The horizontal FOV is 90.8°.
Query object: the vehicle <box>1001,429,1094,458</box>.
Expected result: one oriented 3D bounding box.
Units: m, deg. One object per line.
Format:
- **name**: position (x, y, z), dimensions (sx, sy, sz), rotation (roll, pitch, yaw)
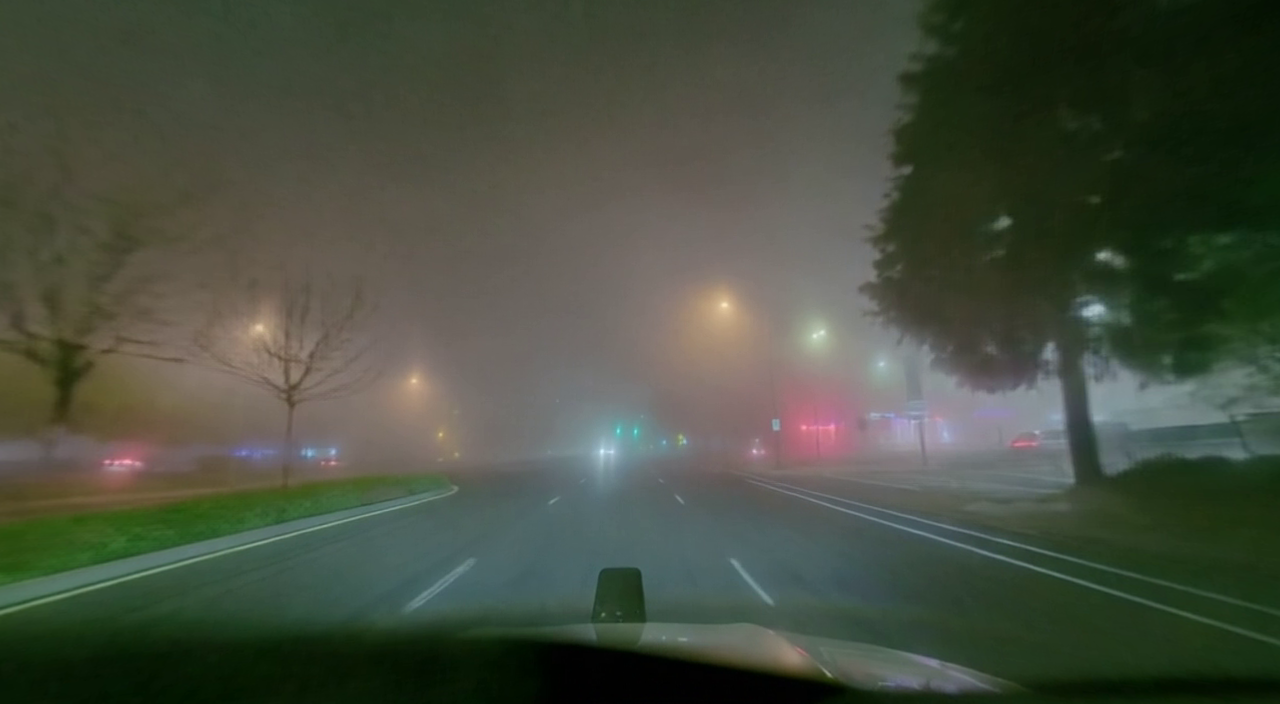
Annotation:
- **vehicle**: position (22.258, 5.040, 34.758), dimensions (1.834, 1.444, 4.703), rotation (0, -8, -3)
